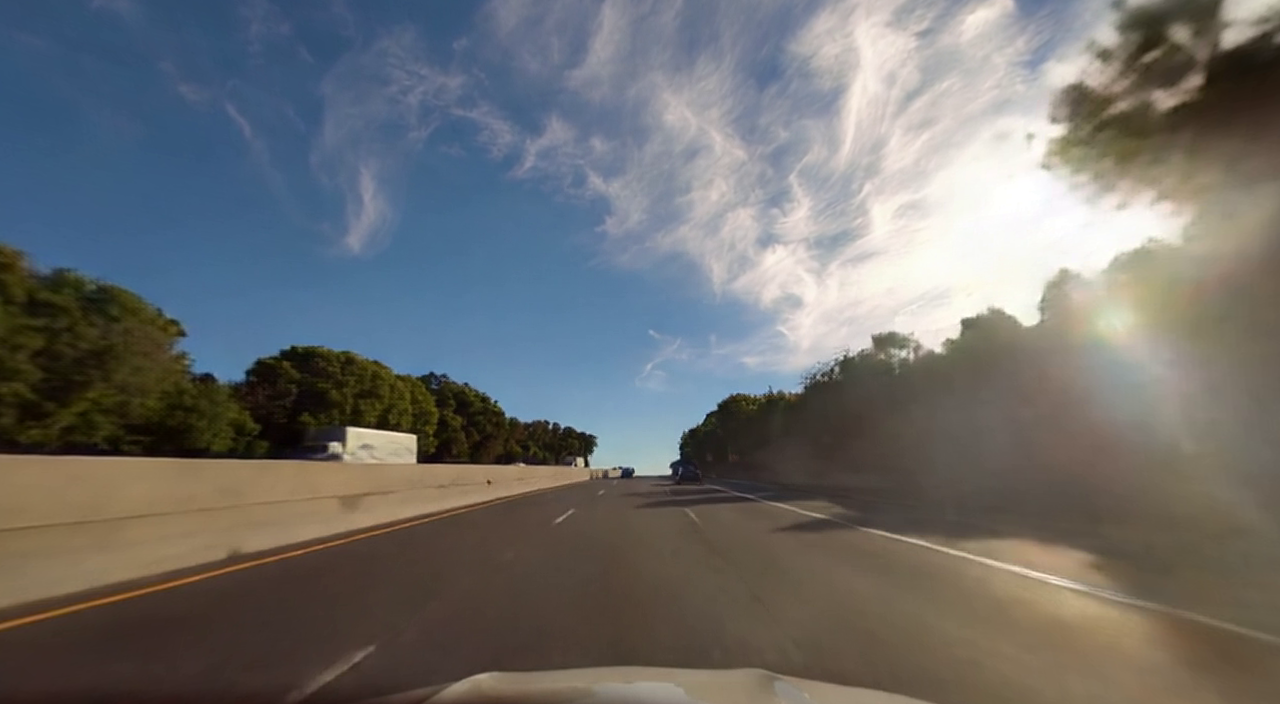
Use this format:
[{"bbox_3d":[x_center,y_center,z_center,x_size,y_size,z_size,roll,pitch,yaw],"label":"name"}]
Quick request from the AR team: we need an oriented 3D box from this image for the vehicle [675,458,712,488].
[{"bbox_3d":[3.615,8.304,43.398,2.093,1.933,4.623,1,-10,0],"label":"vehicle"}]

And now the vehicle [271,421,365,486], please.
[{"bbox_3d":[-21.733,6.991,42.978,3.009,4.028,5.845,1,-10,1],"label":"vehicle"}]
